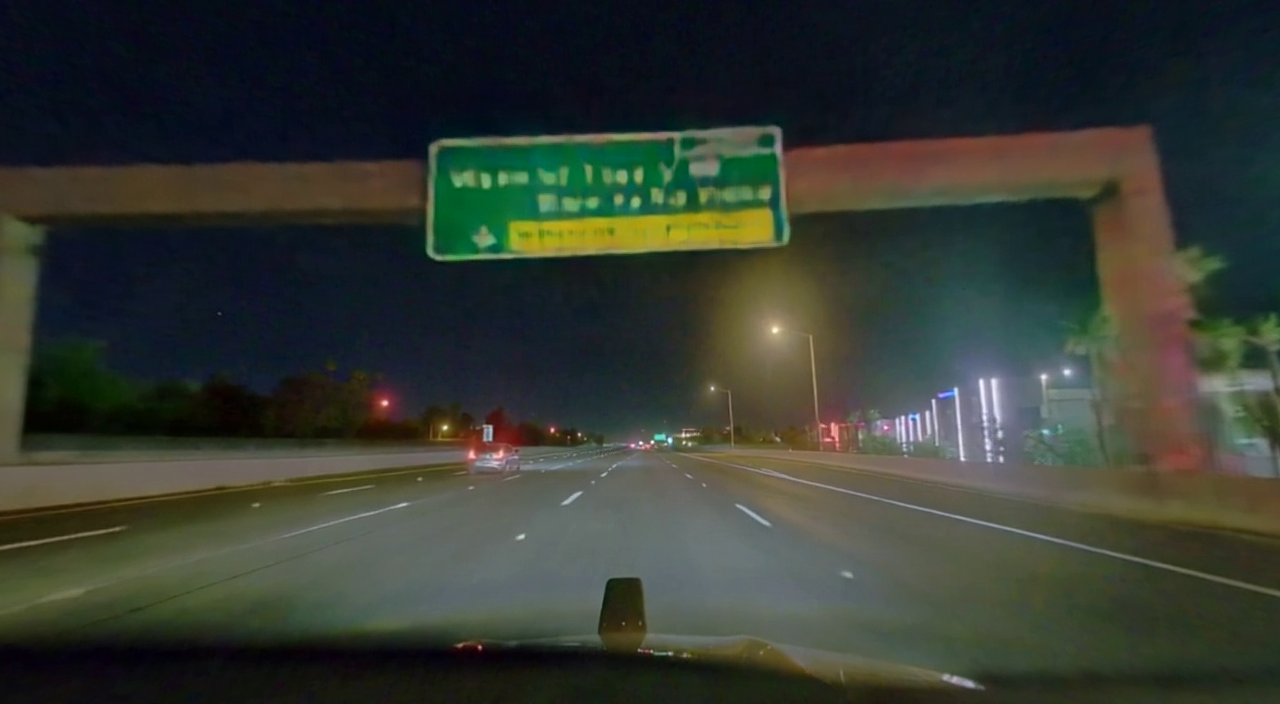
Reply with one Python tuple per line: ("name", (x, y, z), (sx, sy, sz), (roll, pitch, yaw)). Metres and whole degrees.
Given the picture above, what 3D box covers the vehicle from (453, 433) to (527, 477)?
("vehicle", (-6.696, 4.667, 28.806), (2.145, 1.793, 4.762), (-1, -8, 1))
